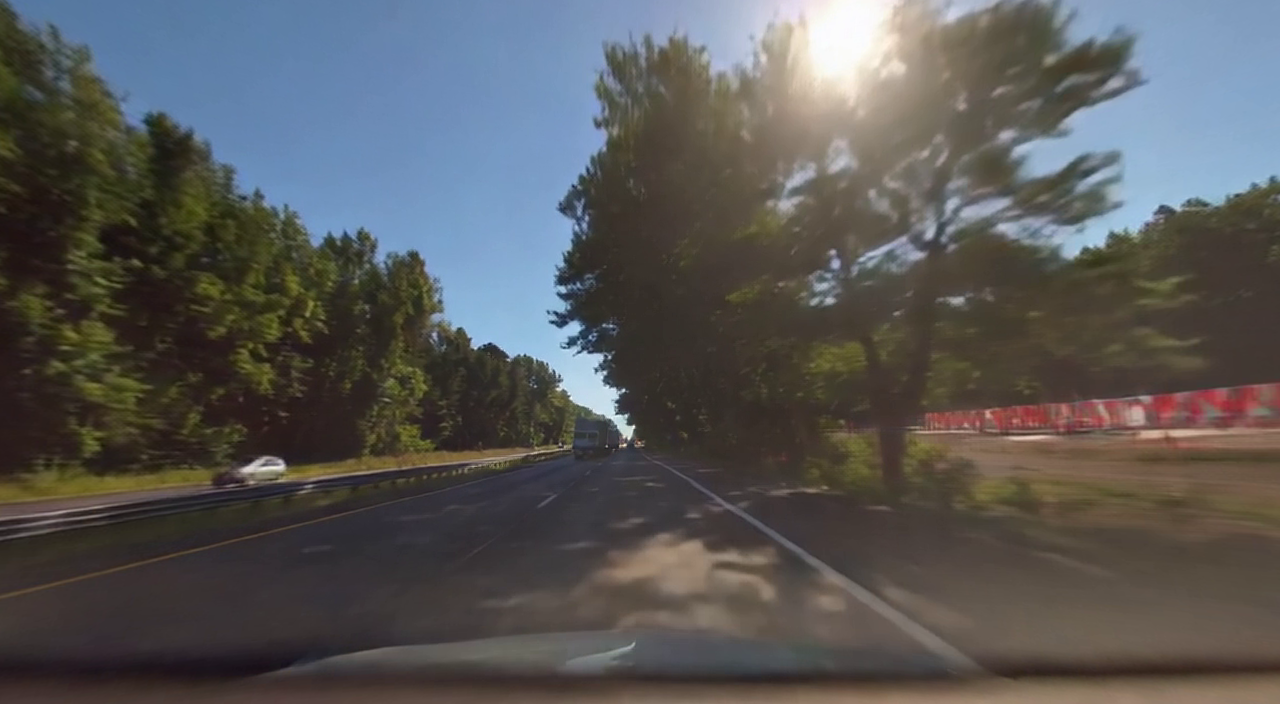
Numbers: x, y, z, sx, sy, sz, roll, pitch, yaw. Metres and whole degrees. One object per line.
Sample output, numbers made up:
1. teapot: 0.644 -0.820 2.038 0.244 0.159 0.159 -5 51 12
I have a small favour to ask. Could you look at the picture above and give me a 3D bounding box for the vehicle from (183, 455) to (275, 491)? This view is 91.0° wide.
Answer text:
1. vehicle: -18.633 5.466 28.736 1.767 1.417 3.749 0 -8 -2
